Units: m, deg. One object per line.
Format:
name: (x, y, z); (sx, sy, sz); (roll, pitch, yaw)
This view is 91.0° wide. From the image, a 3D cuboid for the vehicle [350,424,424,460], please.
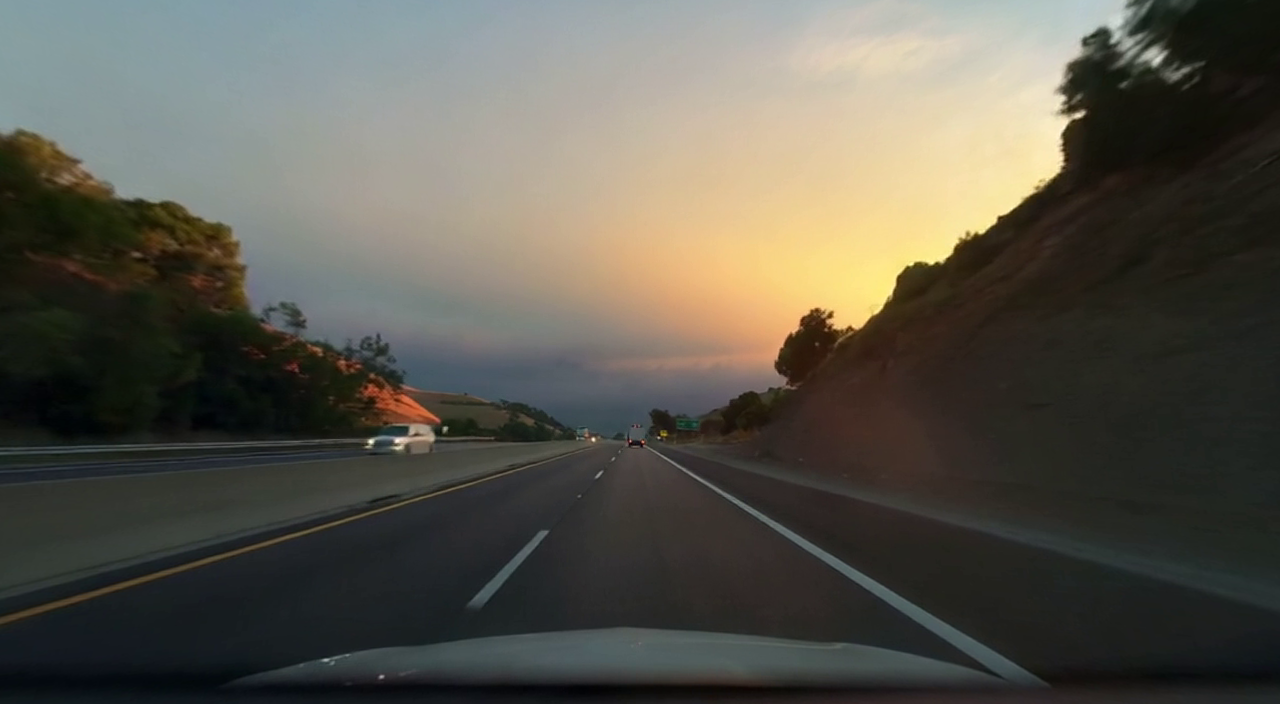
vehicle: (-14.465, 5.208, 36.415); (2.104, 1.922, 5.192); (0, -8, 0)
